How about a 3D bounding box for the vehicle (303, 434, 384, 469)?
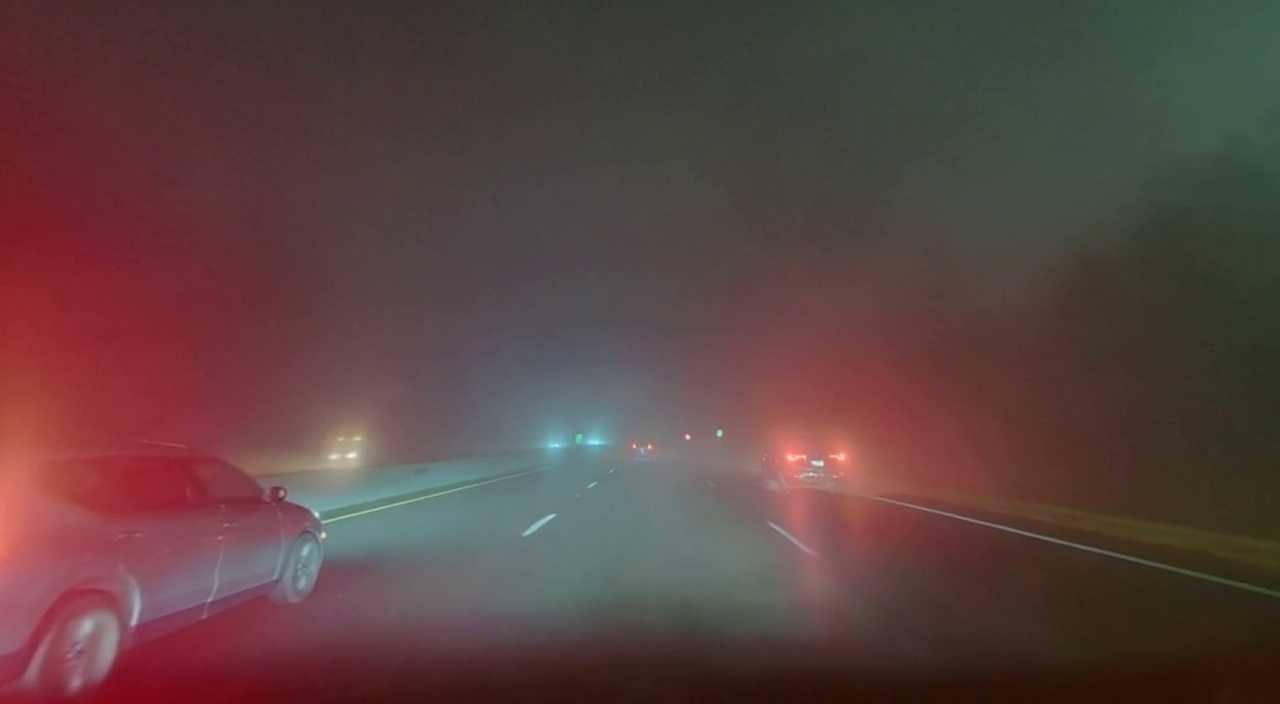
[{"bbox_3d":[-16.868,5.695,36.103,2.096,1.844,4.770,0,-8,3],"label":"vehicle"}]
